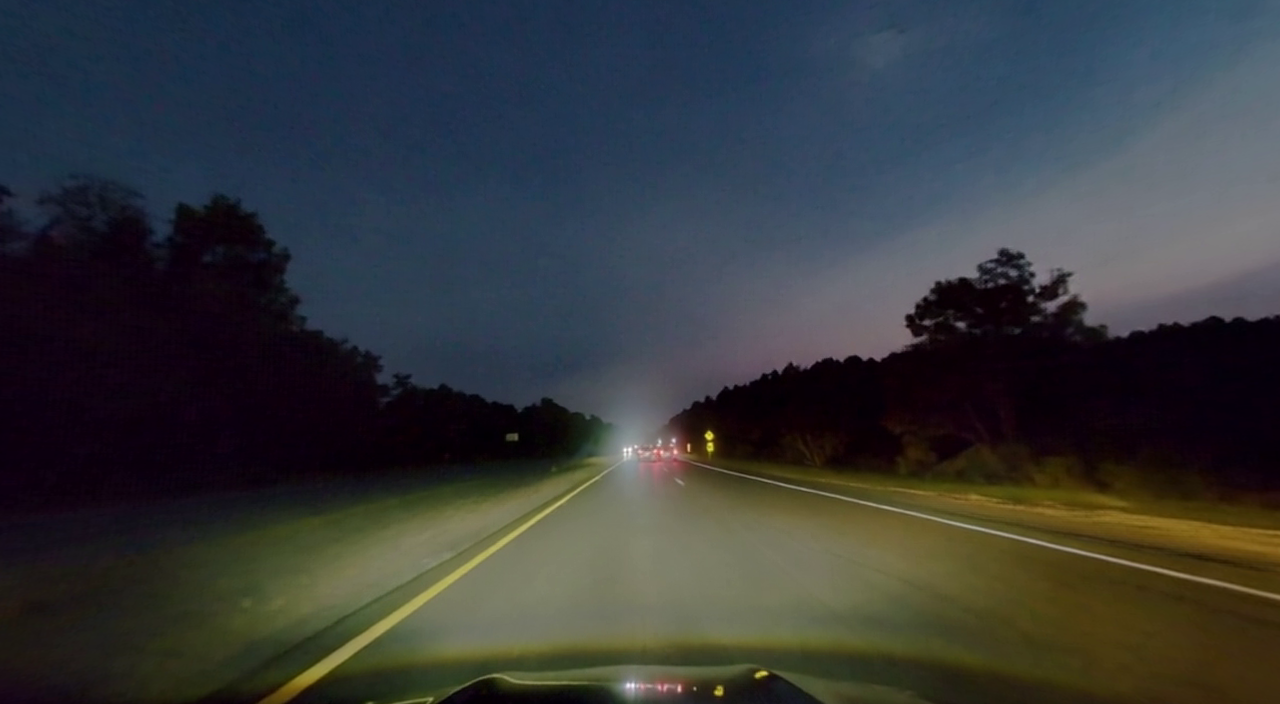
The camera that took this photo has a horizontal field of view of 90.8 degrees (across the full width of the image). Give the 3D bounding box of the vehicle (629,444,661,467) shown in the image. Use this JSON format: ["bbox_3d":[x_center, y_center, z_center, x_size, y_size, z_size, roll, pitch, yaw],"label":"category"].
[{"bbox_3d":[0.347,8.166,49.834,2.183,1.744,4.424,0,-9,-3],"label":"vehicle"}]
